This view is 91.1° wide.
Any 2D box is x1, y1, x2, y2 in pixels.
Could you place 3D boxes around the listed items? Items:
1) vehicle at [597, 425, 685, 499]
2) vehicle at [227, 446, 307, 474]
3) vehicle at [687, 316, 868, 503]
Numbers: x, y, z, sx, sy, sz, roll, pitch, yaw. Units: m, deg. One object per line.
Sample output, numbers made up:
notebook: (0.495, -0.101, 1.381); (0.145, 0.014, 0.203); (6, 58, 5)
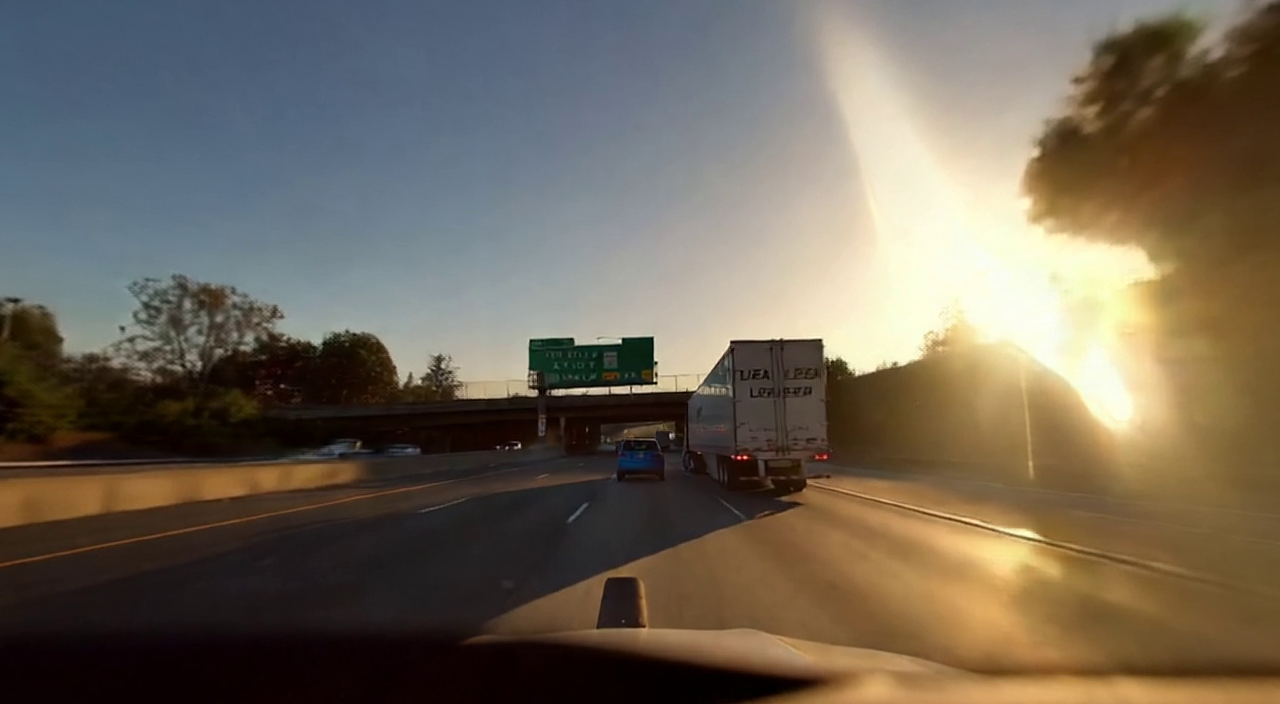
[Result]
vehicle: (0.024, 2.878, 16.811); (2.054, 1.706, 4.201); (0, -9, 0)
vehicle: (-21.699, 6.256, 36.741); (1.887, 1.530, 4.472); (0, -8, 1)
vehicle: (3.581, 2.399, 21.766); (2.909, 4.135, 15.820); (0, -9, 1)
